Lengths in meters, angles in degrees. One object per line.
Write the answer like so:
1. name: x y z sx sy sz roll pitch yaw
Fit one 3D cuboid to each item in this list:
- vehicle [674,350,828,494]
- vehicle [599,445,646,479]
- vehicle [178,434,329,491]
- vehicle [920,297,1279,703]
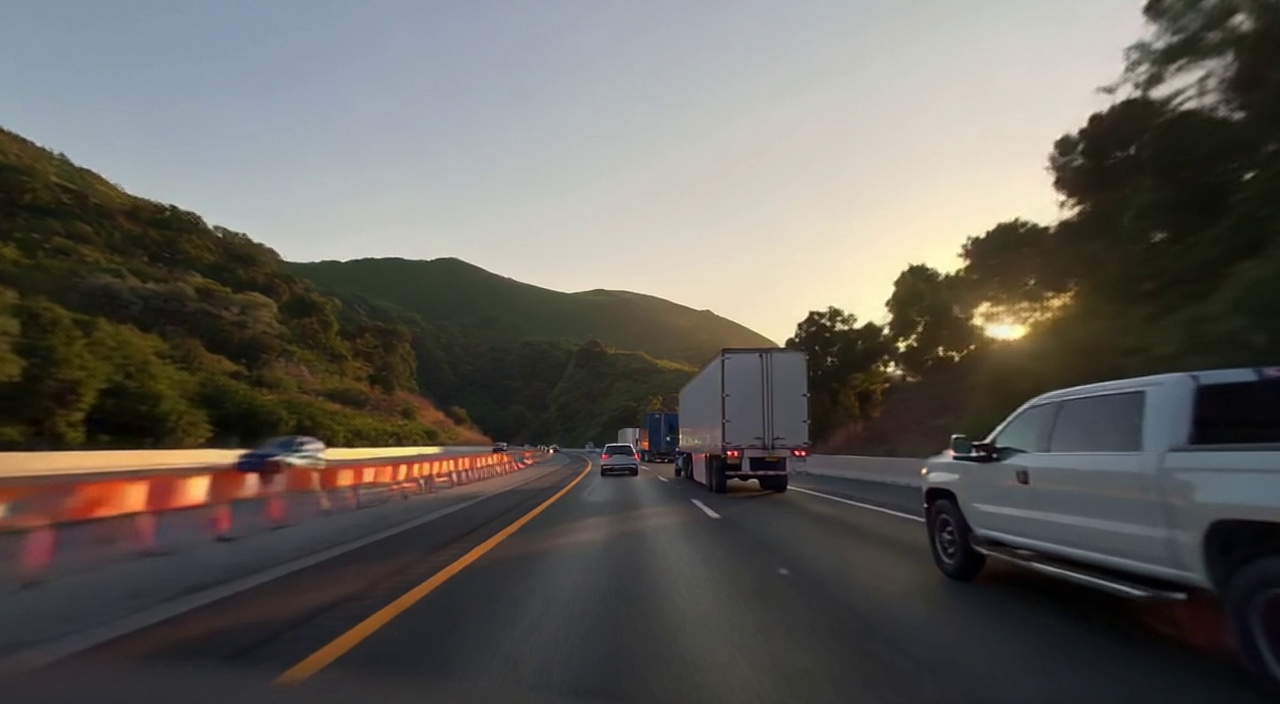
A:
1. vehicle: 3.512 3.097 25.212 2.911 4.099 14.578 0 -9 -3
2. vehicle: -0.840 4.999 28.781 2.029 1.437 3.794 0 -9 -3
3. vehicle: -11.141 3.228 18.630 1.803 1.471 4.299 0 -9 -1
4. vehicle: 3.881 0.877 3.642 2.034 1.968 5.221 0 -9 -1
